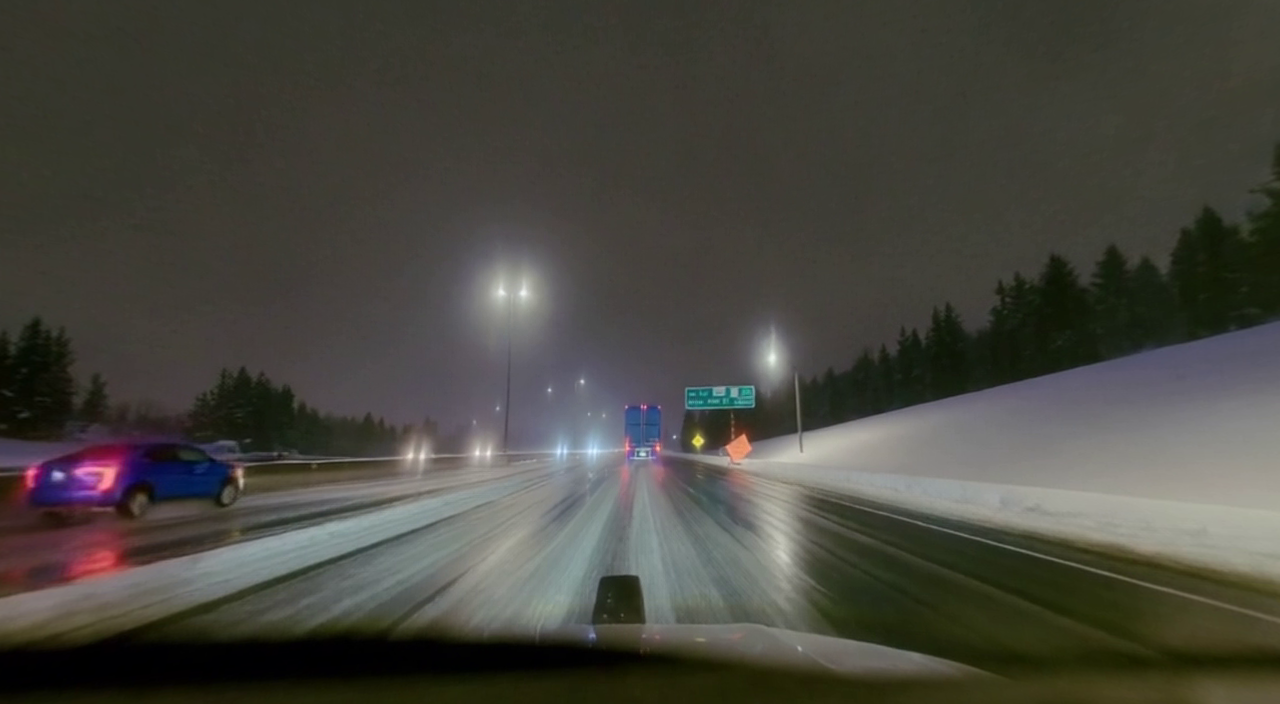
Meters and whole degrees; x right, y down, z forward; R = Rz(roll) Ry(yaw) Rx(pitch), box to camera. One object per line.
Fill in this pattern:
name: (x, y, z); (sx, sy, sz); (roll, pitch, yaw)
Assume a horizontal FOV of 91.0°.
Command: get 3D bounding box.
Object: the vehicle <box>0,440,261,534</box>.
vehicle: (-10.401, 2.622, 12.966); (2.096, 1.538, 4.998); (0, -9, 0)
